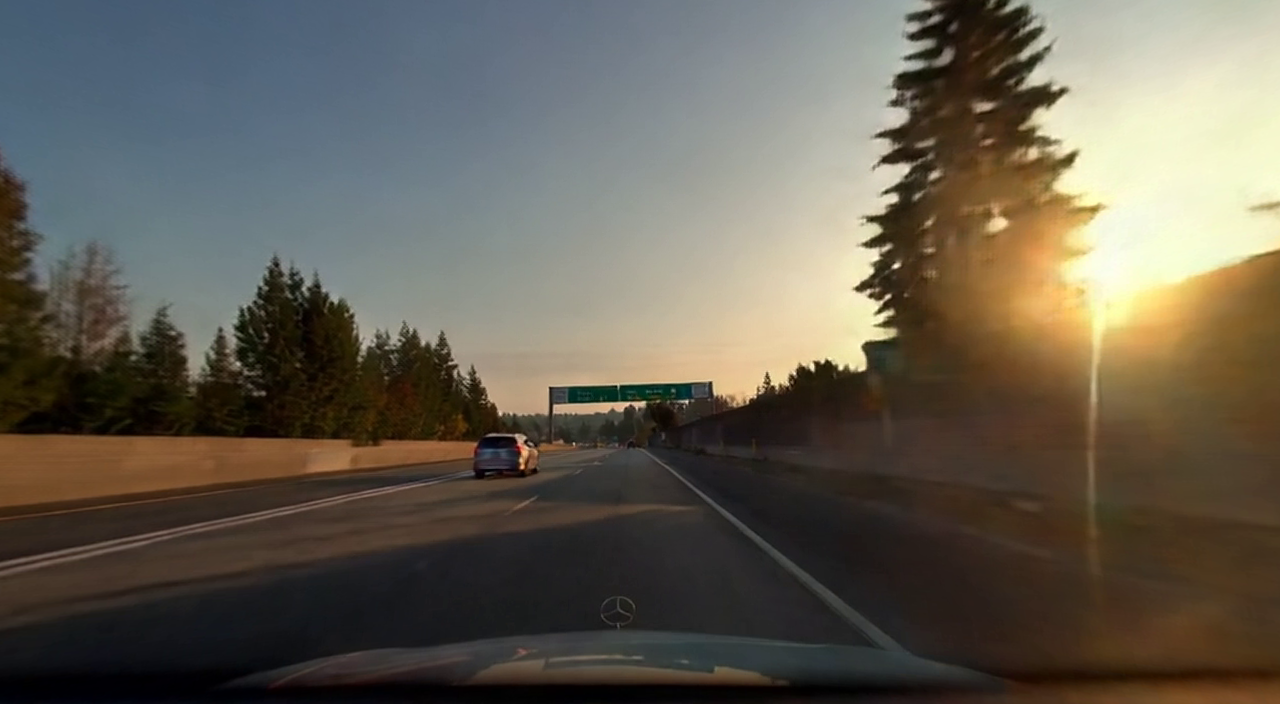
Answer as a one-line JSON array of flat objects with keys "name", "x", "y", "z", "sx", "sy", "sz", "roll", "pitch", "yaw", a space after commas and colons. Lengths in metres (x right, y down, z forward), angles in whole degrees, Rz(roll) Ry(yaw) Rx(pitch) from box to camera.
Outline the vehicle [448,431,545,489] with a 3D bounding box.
[{"name": "vehicle", "x": -4.442, "y": 3.378, "z": 20.244, "sx": 2.129, "sy": 1.641, "sz": 4.263, "roll": 0, "pitch": -8, "yaw": 0}]
